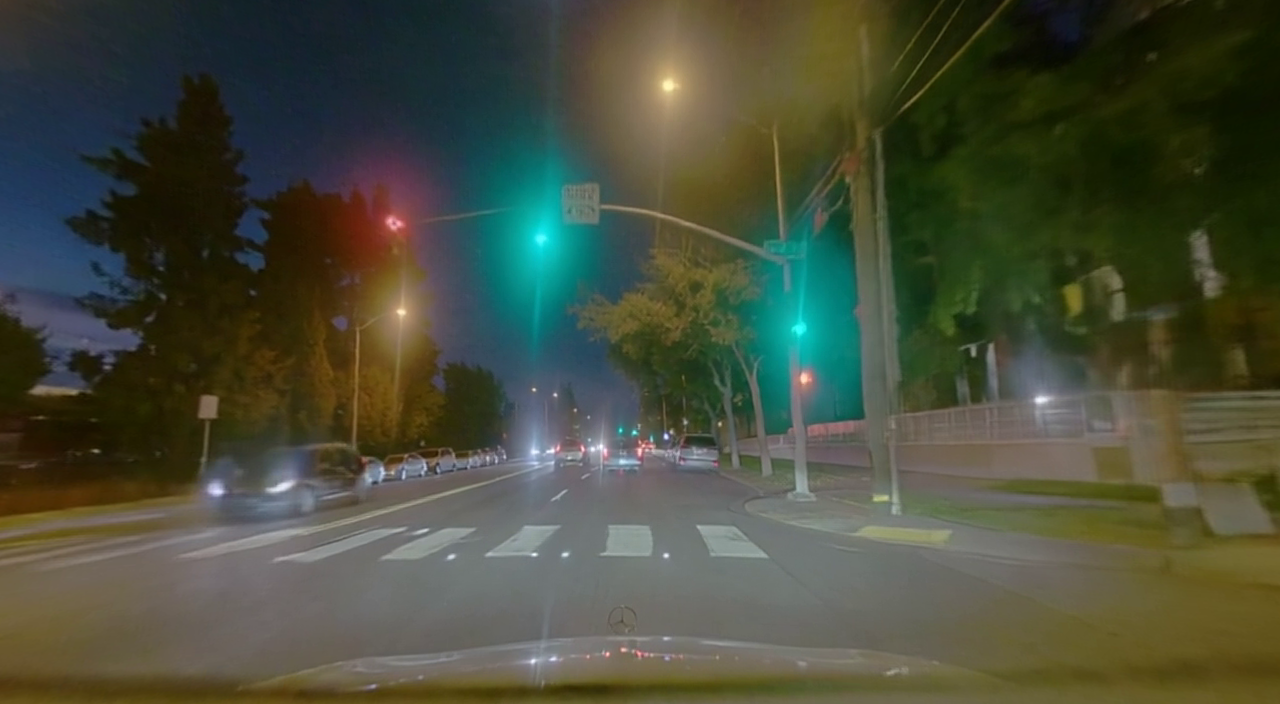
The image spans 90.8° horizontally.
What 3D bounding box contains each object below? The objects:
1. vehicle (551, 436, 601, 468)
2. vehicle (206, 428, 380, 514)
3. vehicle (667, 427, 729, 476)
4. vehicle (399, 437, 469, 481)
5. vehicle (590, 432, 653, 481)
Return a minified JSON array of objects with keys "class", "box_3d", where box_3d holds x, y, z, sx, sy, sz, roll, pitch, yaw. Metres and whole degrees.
[{"class":"vehicle","box_3d":[-3.242,5.123,32.757,2.117,1.528,4.277,0,-8,0]},{"class":"vehicle","box_3d":[-9.367,3.186,17.638,2.105,1.858,4.903,-5,-8,0]},{"class":"vehicle","box_3d":[2.360,4.177,26.878,2.119,1.884,4.567,0,-8,-1]},{"class":"vehicle","box_3d":[-12.511,6.465,38.839,2.249,2.093,6.297,-8,-7,-3]},{"class":"vehicle","box_3d":[-0.631,3.680,22.662,2.041,1.575,4.304,0,-8,-1]}]
